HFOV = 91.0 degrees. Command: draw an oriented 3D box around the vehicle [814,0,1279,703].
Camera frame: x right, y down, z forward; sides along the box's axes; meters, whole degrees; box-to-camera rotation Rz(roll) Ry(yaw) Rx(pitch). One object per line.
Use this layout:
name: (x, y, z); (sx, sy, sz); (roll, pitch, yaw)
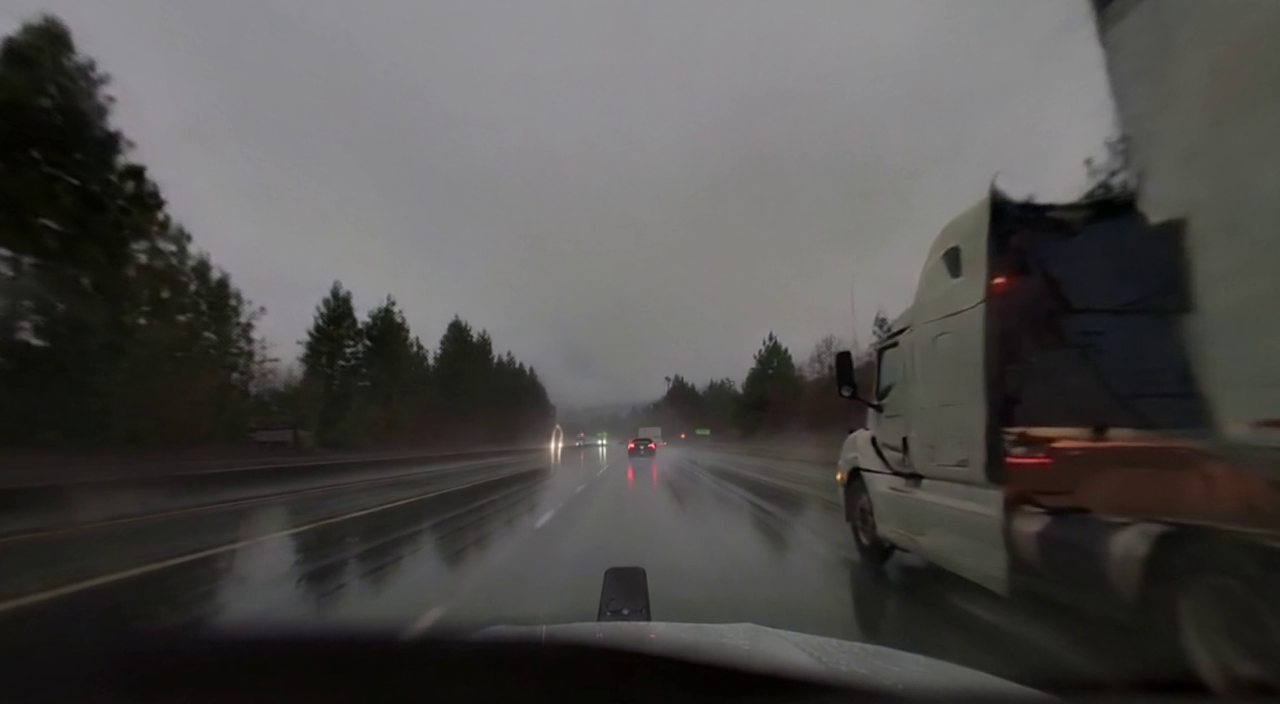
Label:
vehicle: (3.867, 0.005, 4.932); (3.090, 4.102, 6.417); (0, -8, 0)

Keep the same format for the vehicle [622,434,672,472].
vehicle: (0.320, 4.648, 29.134); (2.139, 1.607, 4.034); (0, -8, 1)
